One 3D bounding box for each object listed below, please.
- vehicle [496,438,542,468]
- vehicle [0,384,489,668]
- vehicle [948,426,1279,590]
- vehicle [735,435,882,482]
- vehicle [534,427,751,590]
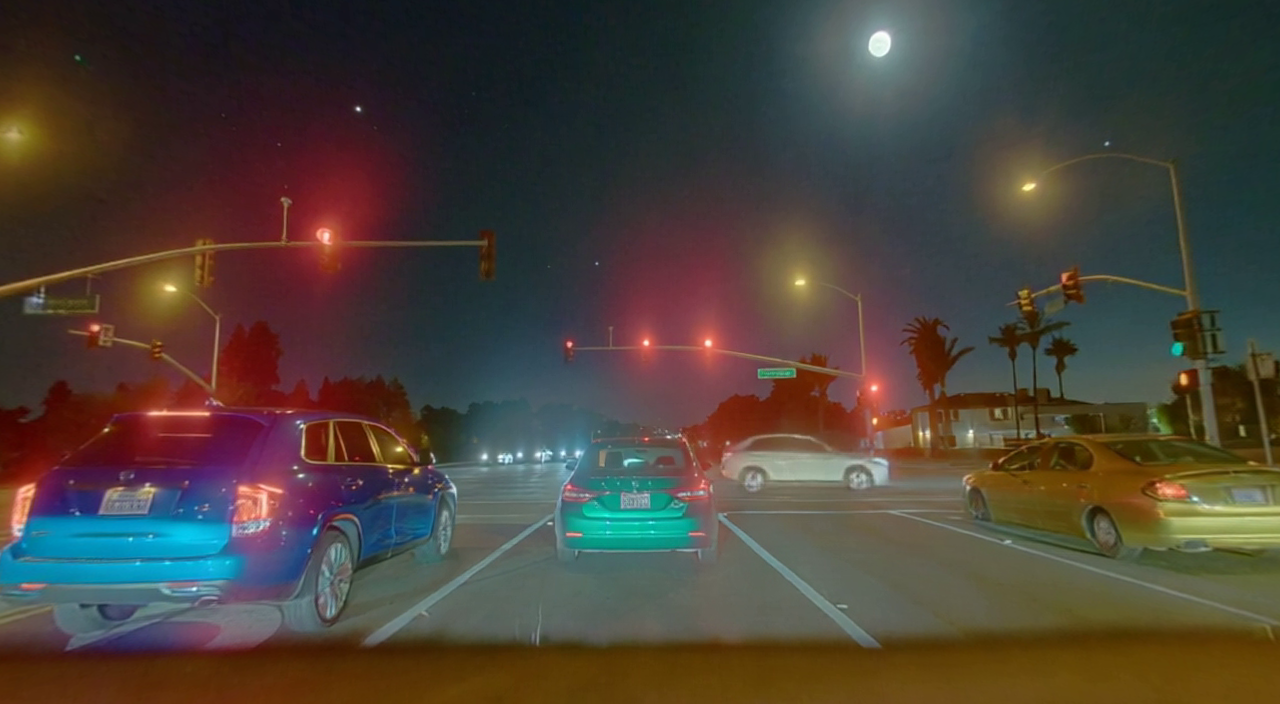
[{"bbox_3d":[-7.962,6.699,42.013,2.130,1.810,4.450,-2,-8,1],"label":"vehicle"},{"bbox_3d":[-3.104,1.369,6.097,2.051,1.682,4.467,0,-8,2],"label":"vehicle"},{"bbox_3d":[6.093,1.763,8.105,1.970,1.489,4.482,0,-8,-1],"label":"vehicle"},{"bbox_3d":[5.994,3.855,22.955,4.742,1.605,2.117,0,-8,0],"label":"vehicle"},{"bbox_3d":[-0.005,1.702,7.727,1.942,1.445,3.973,0,-8,-1],"label":"vehicle"}]
